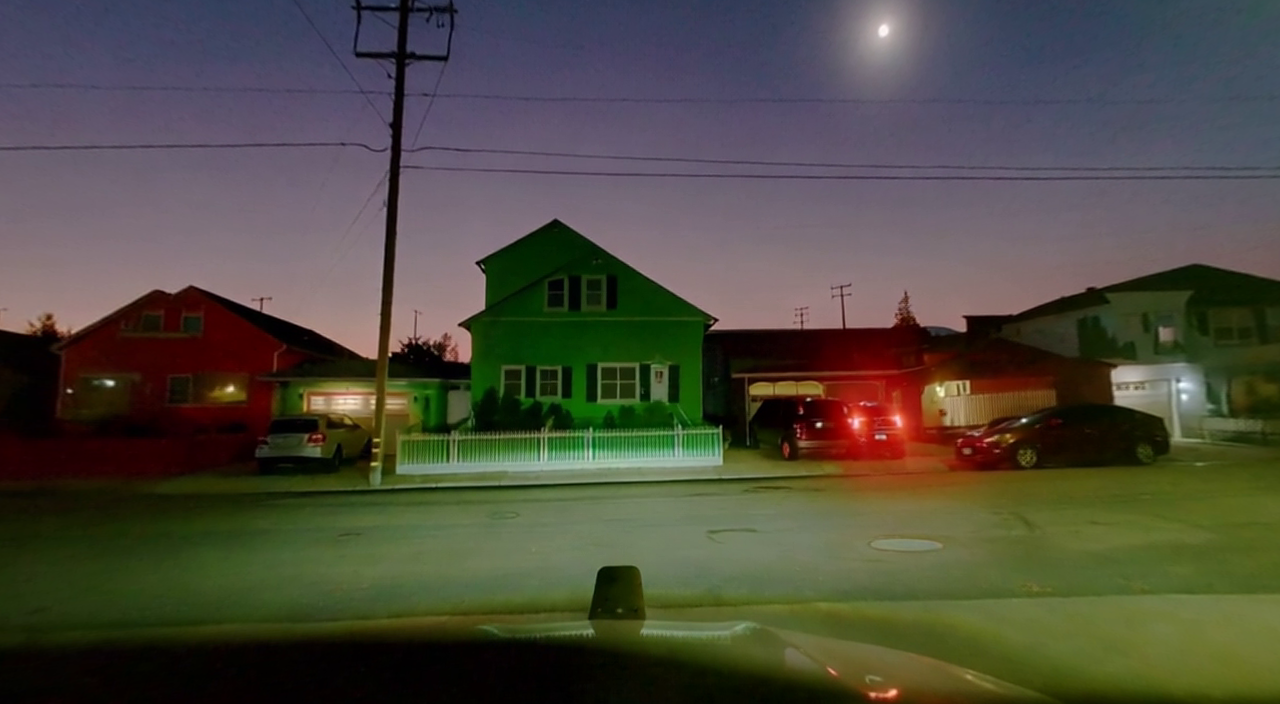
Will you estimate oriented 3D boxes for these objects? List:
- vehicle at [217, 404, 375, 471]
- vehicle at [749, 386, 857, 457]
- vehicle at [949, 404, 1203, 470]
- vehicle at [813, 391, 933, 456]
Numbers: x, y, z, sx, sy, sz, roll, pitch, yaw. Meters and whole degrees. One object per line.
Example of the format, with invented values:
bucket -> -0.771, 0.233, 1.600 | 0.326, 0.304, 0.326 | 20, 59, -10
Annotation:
vehicle -> -10.042, 2.591, 18.933 | 2.091, 1.760, 4.760 | 0, -8, -1
vehicle -> 4.772, 2.132, 19.179 | 2.081, 1.891, 4.367 | 1, -7, -1
vehicle -> 10.381, 2.070, 15.298 | 4.644, 1.482, 1.997 | 0, -8, 1
vehicle -> 6.959, 2.254, 19.295 | 2.053, 1.756, 4.034 | 1, -9, -1
